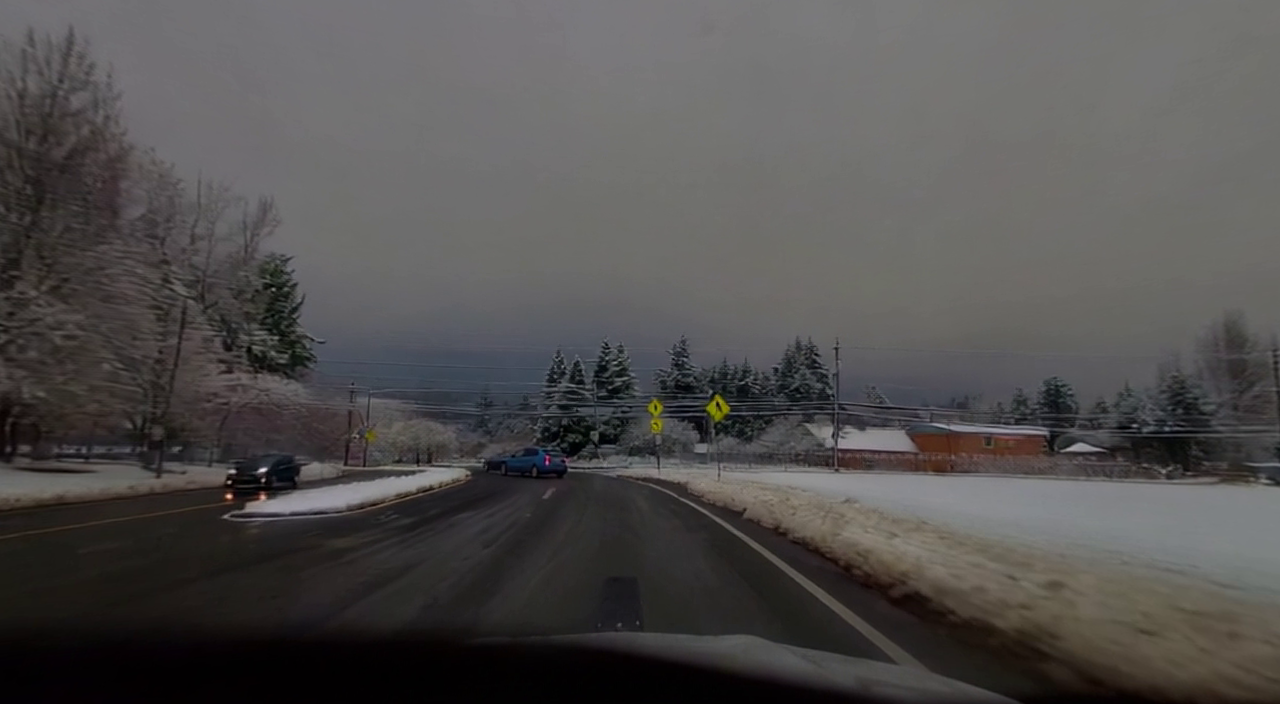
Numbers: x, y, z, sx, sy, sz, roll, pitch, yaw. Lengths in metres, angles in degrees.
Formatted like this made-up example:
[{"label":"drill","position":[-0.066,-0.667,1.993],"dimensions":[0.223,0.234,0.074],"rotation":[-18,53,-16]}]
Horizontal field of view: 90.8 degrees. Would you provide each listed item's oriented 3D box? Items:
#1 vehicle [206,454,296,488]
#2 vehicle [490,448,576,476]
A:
[{"label":"vehicle","position":[-19.020,5.796,31.156],"dimensions":[1.942,1.470,4.566],"rotation":[1,-9,-7]},{"label":"vehicle","position":[-7.868,8.046,46.696],"dimensions":[5.848,1.924,2.196],"rotation":[5,-10,-28]}]
